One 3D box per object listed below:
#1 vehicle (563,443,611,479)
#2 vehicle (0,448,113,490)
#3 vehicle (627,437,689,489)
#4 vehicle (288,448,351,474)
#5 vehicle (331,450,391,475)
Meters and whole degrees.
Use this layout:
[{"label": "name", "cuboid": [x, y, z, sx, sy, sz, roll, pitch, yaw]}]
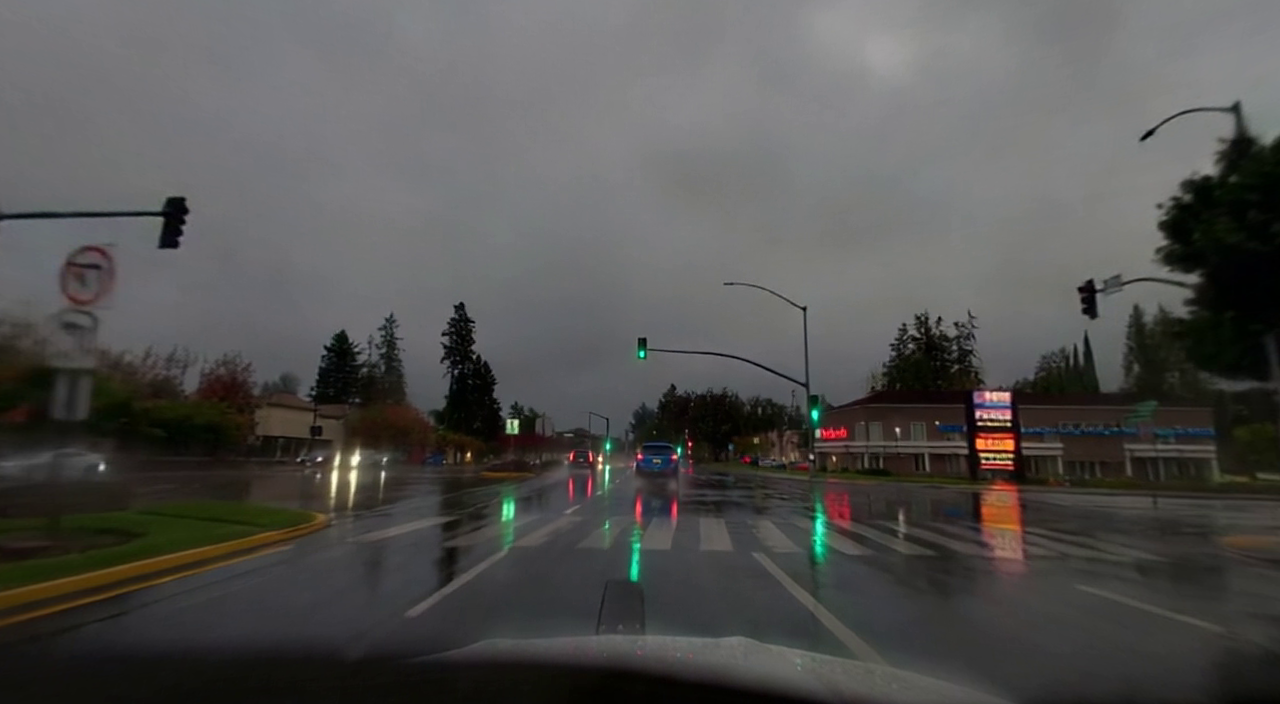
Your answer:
[{"label": "vehicle", "cuboid": [-2.875, 6.030, 35.235, 2.202, 1.856, 4.516, 0, -9, 1]}, {"label": "vehicle", "cuboid": [-24.544, 4.658, 25.558, 2.030, 1.522, 5.068, 0, -9, 0]}, {"label": "vehicle", "cuboid": [0.683, 4.480, 25.838, 2.273, 1.909, 5.075, 0, -9, 0]}, {"label": "vehicle", "cuboid": [-24.728, 8.419, 49.005, 2.182, 1.906, 5.364, 0, -9, -1]}, {"label": "vehicle", "cuboid": [-19.379, 7.656, 44.143, 1.948, 1.586, 4.962, 0, -9, 0]}]
